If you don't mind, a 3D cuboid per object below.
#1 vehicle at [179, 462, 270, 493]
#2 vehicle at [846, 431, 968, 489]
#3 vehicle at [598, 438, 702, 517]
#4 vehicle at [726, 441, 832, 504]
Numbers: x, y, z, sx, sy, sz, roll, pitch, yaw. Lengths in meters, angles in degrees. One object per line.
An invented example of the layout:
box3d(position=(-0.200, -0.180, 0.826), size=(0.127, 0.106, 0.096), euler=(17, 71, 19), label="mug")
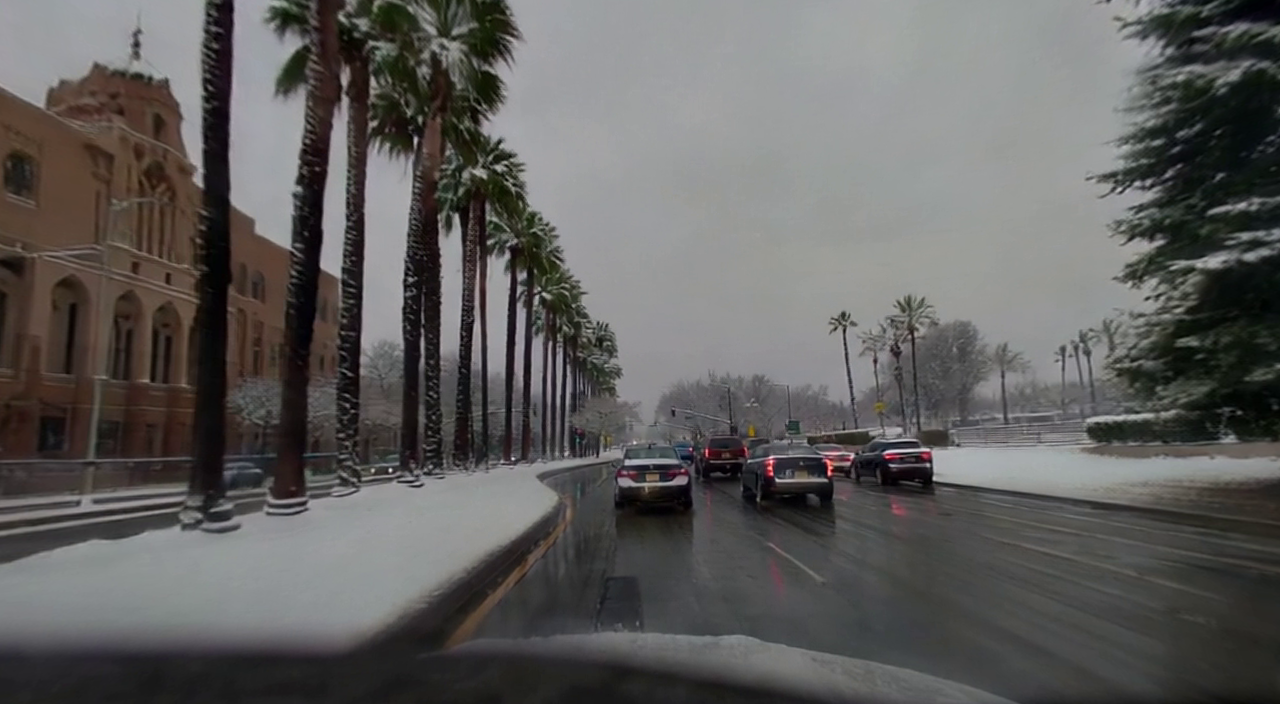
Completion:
box3d(position=(-23.792, 7.194, 36.426), size=(1.957, 1.493, 4.900), euler=(0, -8, 0), label="vehicle")
box3d(position=(8.735, 3.584, 21.259), size=(1.994, 1.715, 4.777), euler=(0, -8, 0), label="vehicle")
box3d(position=(0.166, 2.755, 14.359), size=(2.050, 1.521, 3.747), euler=(0, -8, -1), label="vehicle")
box3d(position=(3.592, 3.178, 17.180), size=(1.833, 1.465, 4.258), euler=(0, -8, -1), label="vehicle")
